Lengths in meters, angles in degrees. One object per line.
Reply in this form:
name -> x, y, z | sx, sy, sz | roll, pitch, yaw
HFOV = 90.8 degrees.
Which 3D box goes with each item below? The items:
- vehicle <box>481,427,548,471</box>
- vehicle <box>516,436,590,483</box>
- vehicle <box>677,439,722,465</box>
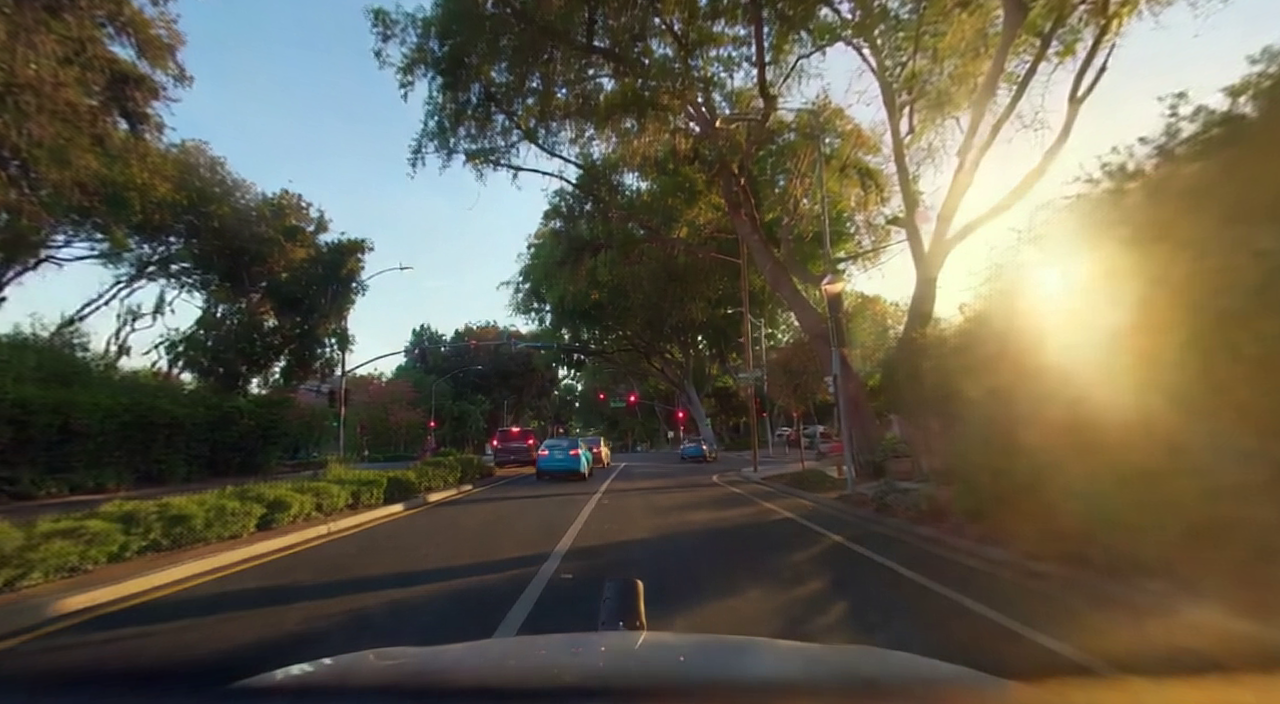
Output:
vehicle -> -6.169, 4.850, 31.754 | 2.390, 2.020, 5.085 | 0, -9, 0
vehicle -> -2.963, 3.781, 22.447 | 1.979, 1.492, 3.930 | 0, -9, 1
vehicle -> 3.610, 5.945, 37.689 | 1.945, 1.410, 4.284 | -2, -9, 15
